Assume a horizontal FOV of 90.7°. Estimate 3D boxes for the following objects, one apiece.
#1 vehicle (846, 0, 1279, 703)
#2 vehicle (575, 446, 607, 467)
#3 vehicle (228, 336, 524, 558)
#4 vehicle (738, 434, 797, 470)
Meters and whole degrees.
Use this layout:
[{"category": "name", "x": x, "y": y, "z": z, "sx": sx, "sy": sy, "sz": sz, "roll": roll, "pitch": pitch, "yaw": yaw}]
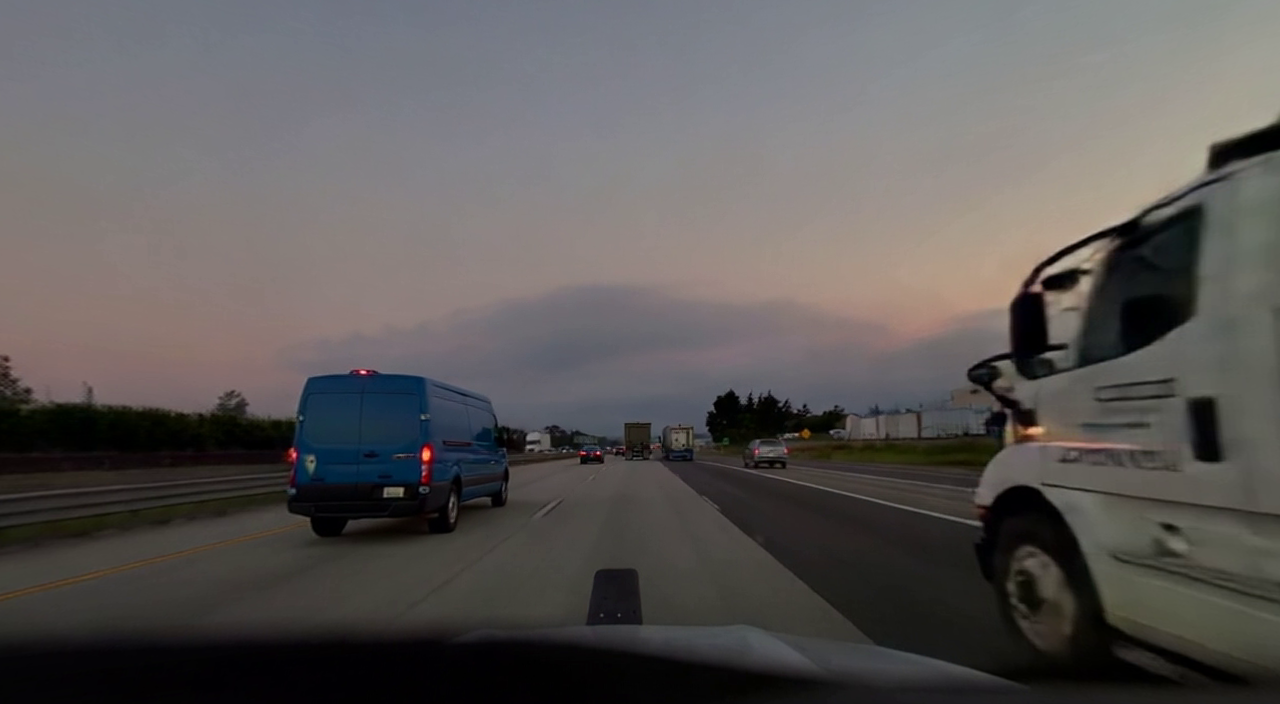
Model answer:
[{"category": "vehicle", "x": 3.620, "y": -0.156, "z": 2.660, "sx": 3.011, "sy": 3.900, "sz": 6.798, "roll": 0, "pitch": -9, "yaw": -1}, {"category": "vehicle", "x": -3.626, "y": 7.781, "z": 47.477, "sx": 2.024, "sy": 1.472, "sz": 4.014, "roll": 0, "pitch": -9, "yaw": 0}, {"category": "vehicle", "x": -4.017, "y": 1.705, "z": 11.603, "sx": 2.557, "sy": 2.855, "sz": 6.674, "roll": 0, "pitch": -9, "yaw": 0}, {"category": "vehicle", "x": 7.228, "y": 5.743, "z": 36.487, "sx": 2.216, "sy": 1.918, "sz": 5.742, "roll": 0, "pitch": -9, "yaw": 0}]
